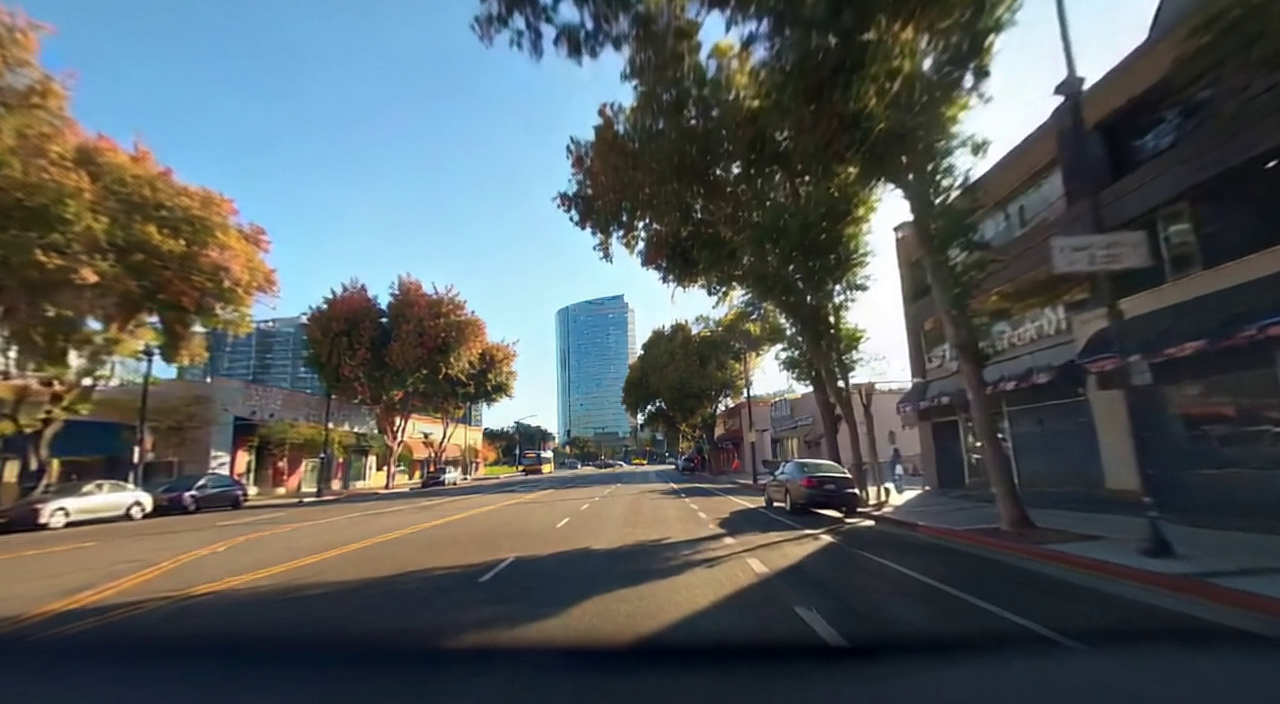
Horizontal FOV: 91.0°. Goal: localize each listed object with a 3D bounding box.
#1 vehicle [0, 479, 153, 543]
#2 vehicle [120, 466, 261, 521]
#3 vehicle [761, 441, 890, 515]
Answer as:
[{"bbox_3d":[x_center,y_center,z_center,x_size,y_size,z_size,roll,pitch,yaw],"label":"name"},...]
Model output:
[{"bbox_3d":[-17.331,4.672,18.965,1.767,1.487,4.265,0,-9,3],"label":"vehicle"},{"bbox_3d":[-17.478,5.473,24.852,1.920,1.796,4.710,0,-9,2],"label":"vehicle"},{"bbox_3d":[5.158,3.590,18.471,2.241,1.832,5.234,0,-9,1],"label":"vehicle"}]
